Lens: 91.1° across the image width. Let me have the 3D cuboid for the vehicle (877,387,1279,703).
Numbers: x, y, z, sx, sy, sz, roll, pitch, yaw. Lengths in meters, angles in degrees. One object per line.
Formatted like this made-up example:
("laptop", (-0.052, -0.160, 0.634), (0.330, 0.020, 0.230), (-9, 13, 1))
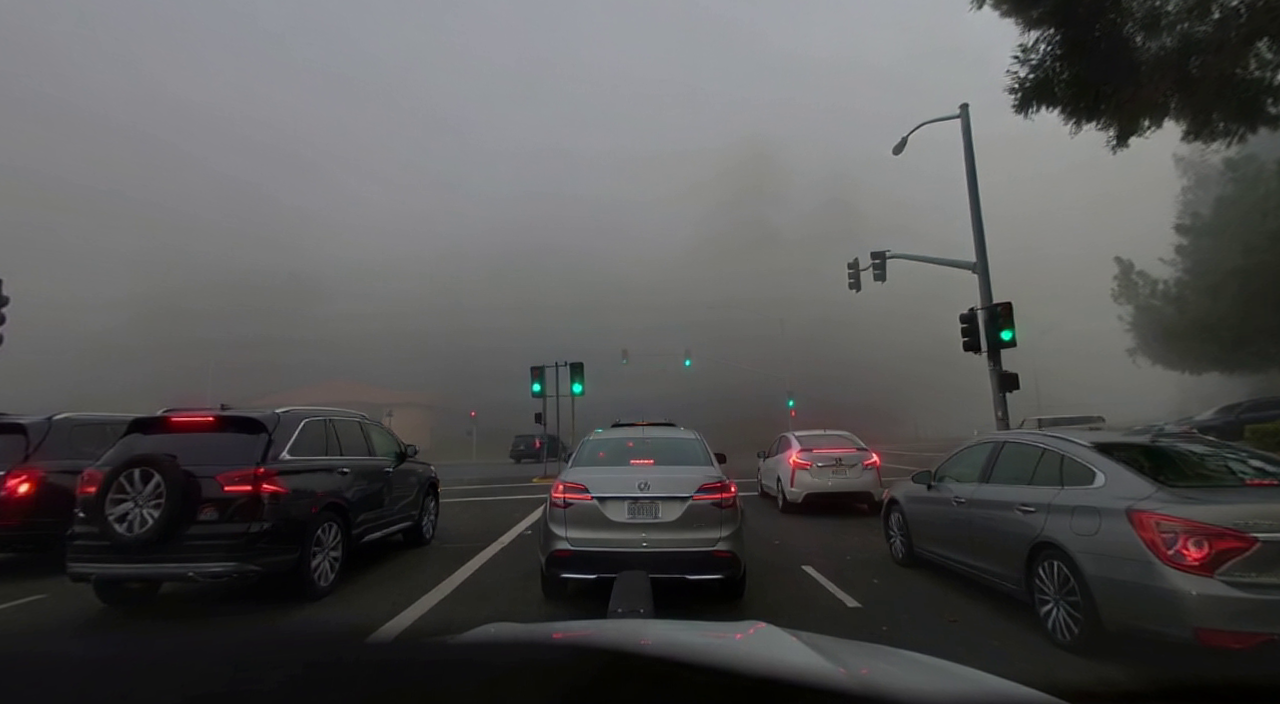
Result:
("vehicle", (3.585, 1.201, 4.598), (2.010, 1.486, 4.498), (0, -8, 1))

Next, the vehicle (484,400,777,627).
("vehicle", (-0.044, 1.401, 6.304), (2.047, 1.579, 3.642), (0, -8, 1))

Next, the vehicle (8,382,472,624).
("vehicle", (-3.550, 1.421, 6.862), (2.014, 1.755, 4.360), (0, -8, 3))
